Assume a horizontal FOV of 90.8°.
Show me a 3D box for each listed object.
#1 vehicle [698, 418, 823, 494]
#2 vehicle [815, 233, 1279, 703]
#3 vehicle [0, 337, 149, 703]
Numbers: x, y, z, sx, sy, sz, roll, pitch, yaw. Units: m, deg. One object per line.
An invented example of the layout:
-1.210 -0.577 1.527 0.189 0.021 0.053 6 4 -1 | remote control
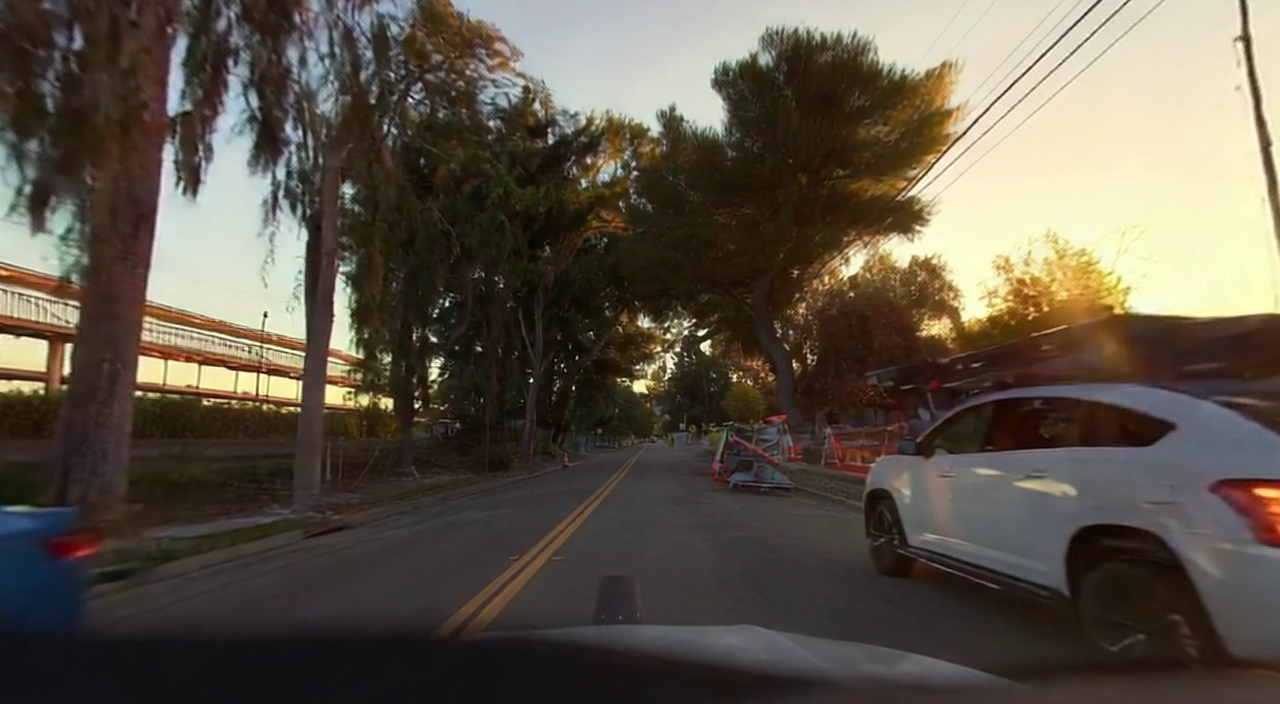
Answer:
3.553 3.304 20.360 2.617 2.020 6.531 0 -9 -1 | vehicle
3.605 1.058 5.135 2.759 2.114 6.152 -1 -9 2 | vehicle
-3.540 0.586 0.905 2.078 1.716 4.367 0 -8 1 | vehicle
